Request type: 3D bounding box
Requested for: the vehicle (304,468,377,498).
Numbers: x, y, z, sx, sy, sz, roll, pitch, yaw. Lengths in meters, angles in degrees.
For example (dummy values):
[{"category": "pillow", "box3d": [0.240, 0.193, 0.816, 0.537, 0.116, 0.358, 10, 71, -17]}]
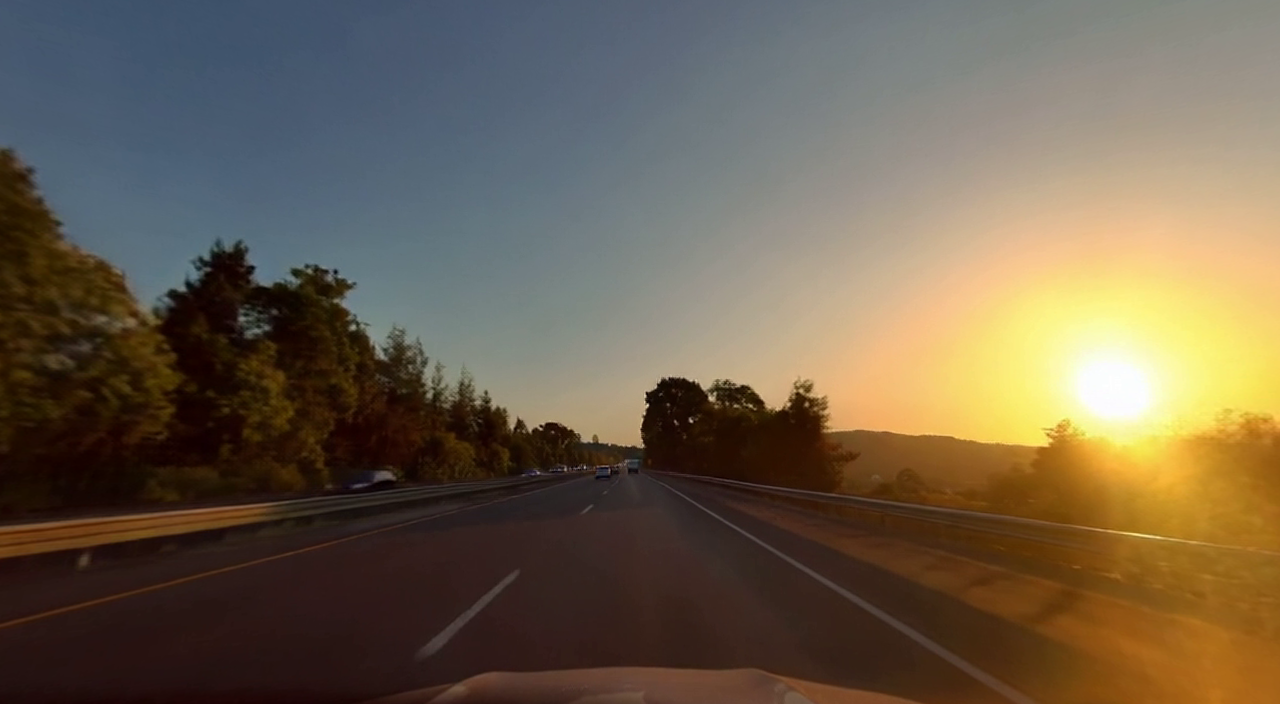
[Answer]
[{"category": "vehicle", "box3d": [-15.842, 6.956, 33.629, 1.839, 1.472, 4.131, 1, -10, 0]}]
